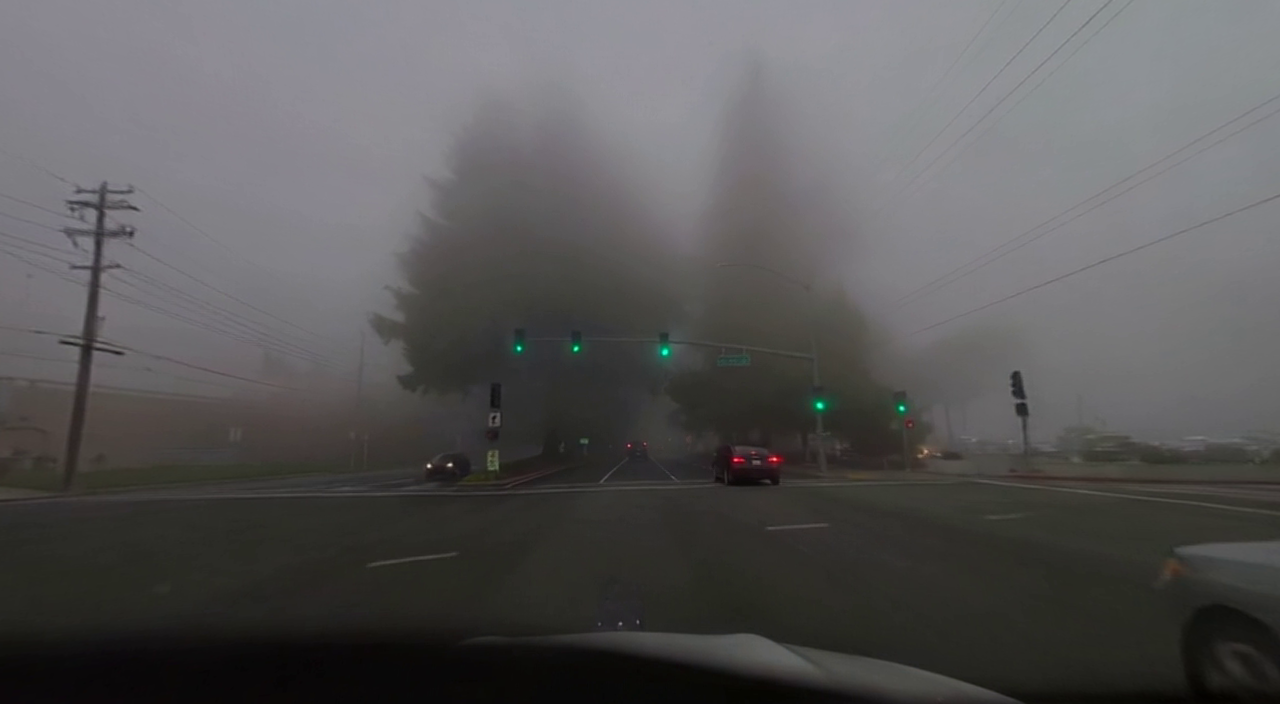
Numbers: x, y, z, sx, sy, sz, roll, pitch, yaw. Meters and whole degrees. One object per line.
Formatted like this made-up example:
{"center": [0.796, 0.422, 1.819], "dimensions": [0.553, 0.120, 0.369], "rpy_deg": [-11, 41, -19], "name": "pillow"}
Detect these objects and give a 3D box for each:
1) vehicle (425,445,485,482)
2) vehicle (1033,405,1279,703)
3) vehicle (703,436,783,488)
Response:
{"center": [-9.182, 5.520, 31.690], "dimensions": [1.816, 1.478, 4.404], "rpy_deg": [-2, -6, -2], "name": "vehicle"}
{"center": [3.364, 0.808, 1.526], "dimensions": [2.004, 1.455, 4.417], "rpy_deg": [0, -9, 0], "name": "vehicle"}
{"center": [3.616, 3.960, 23.007], "dimensions": [2.128, 1.699, 4.222], "rpy_deg": [0, -9, -1], "name": "vehicle"}
